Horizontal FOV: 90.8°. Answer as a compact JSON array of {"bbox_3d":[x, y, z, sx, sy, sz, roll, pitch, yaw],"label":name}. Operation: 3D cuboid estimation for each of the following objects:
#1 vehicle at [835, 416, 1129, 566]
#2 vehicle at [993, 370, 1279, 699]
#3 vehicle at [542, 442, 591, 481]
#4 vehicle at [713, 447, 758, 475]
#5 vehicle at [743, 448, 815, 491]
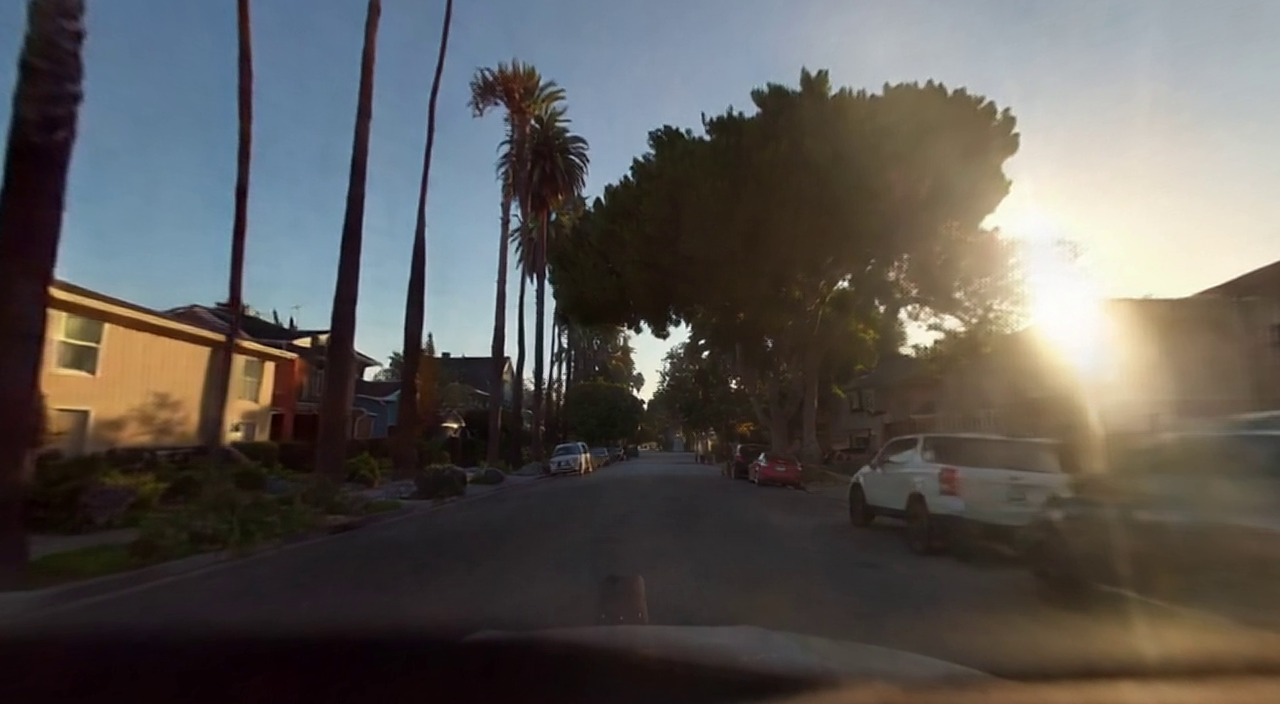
[{"bbox_3d":[5.124,2.160,10.644,2.131,1.824,5.229,1,-9,1],"label":"vehicle"},{"bbox_3d":[4.590,1.110,3.829,2.166,1.766,5.186,3,-9,3],"label":"vehicle"},{"bbox_3d":[-3.900,5.890,34.292,2.149,1.877,5.082,-2,-9,-1],"label":"vehicle"},{"bbox_3d":[5.633,6.472,37.761,1.991,1.554,4.501,0,-9,0],"label":"vehicle"},{"bbox_3d":[5.475,4.665,25.419,2.056,1.464,4.493,2,-9,2],"label":"vehicle"}]
